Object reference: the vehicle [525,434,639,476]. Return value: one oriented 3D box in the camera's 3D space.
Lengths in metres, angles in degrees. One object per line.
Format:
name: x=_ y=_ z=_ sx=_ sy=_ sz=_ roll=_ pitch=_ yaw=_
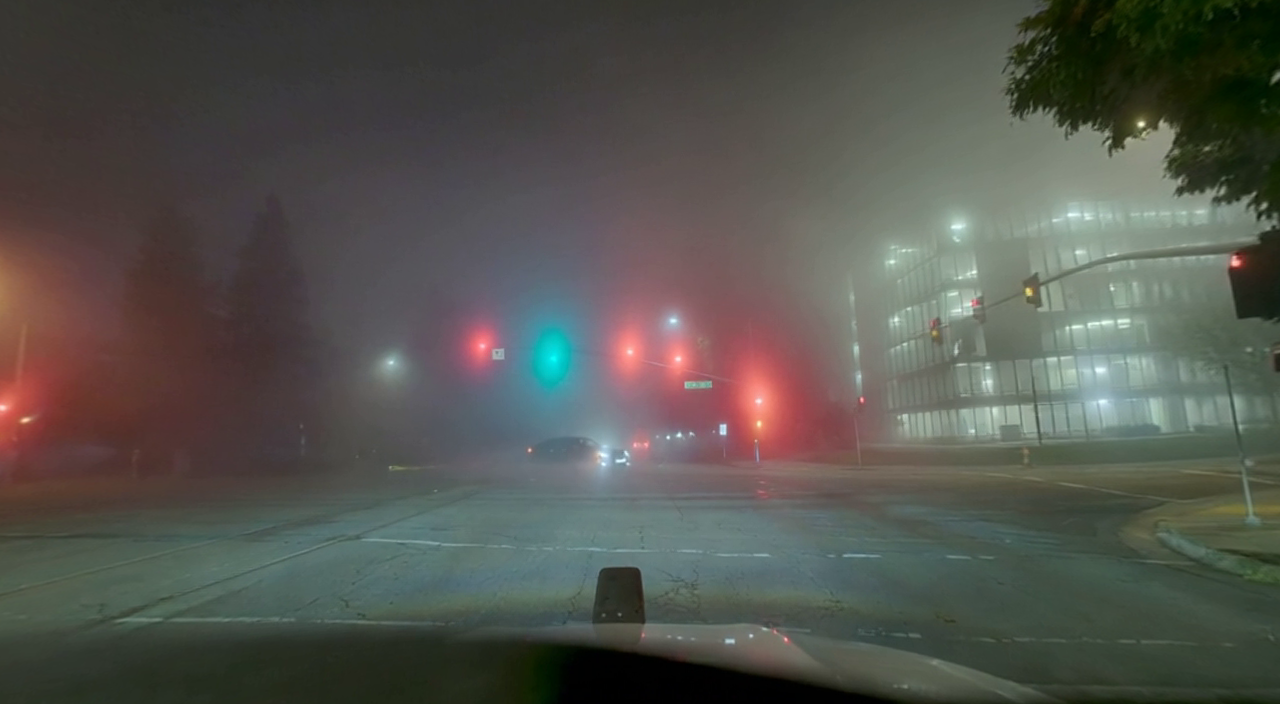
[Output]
vehicle: x=-2.857 y=4.938 z=30.468 sx=5.357 sy=1.814 sz=2.141 roll=-6 pitch=-10 yaw=36
